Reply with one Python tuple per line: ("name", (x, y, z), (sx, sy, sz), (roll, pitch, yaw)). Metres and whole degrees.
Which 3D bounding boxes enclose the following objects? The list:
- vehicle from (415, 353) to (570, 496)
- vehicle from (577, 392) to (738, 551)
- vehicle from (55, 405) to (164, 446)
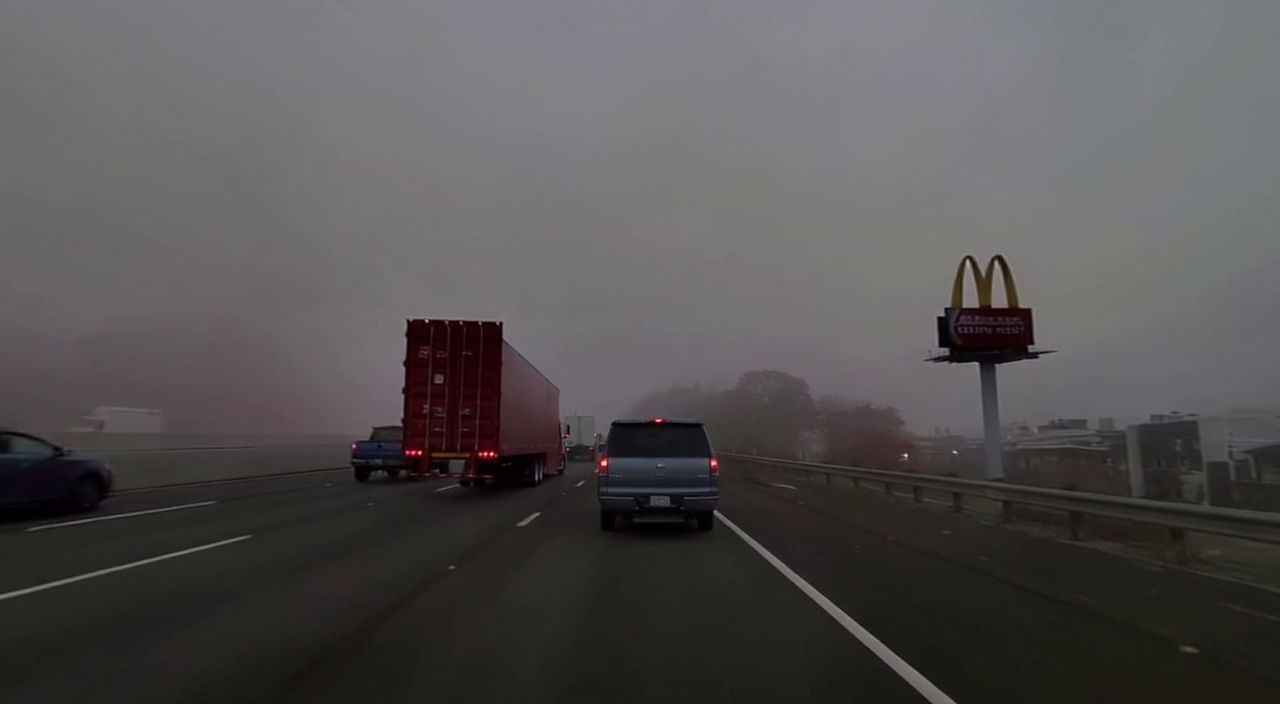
("vehicle", (-4.082, 2.414, 19.855), (2.814, 3.513, 8.529), (0, -9, 0))
("vehicle", (0.127, 1.756, 9.750), (1.947, 1.910, 4.040), (0, -9, -2))
("vehicle", (-33.663, 4.767, 40.297), (1.996, 2.383, 5.767), (0, -9, -2))
